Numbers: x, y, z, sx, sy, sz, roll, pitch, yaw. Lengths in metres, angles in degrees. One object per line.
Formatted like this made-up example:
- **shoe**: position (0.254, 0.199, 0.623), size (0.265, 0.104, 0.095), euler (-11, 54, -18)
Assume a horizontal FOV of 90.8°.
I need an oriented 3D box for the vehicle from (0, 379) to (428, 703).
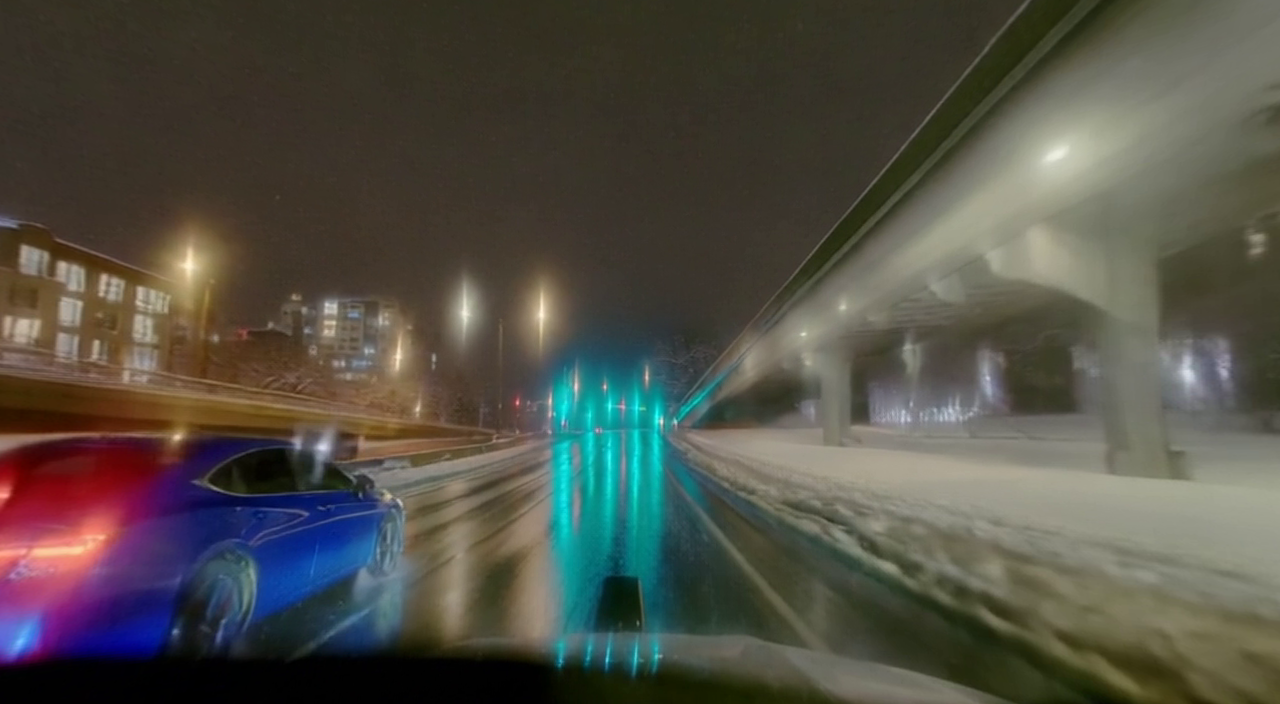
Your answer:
- **vehicle**: position (-3.124, 1.137, 4.024), size (2.041, 1.470, 4.290), euler (0, -9, 0)
